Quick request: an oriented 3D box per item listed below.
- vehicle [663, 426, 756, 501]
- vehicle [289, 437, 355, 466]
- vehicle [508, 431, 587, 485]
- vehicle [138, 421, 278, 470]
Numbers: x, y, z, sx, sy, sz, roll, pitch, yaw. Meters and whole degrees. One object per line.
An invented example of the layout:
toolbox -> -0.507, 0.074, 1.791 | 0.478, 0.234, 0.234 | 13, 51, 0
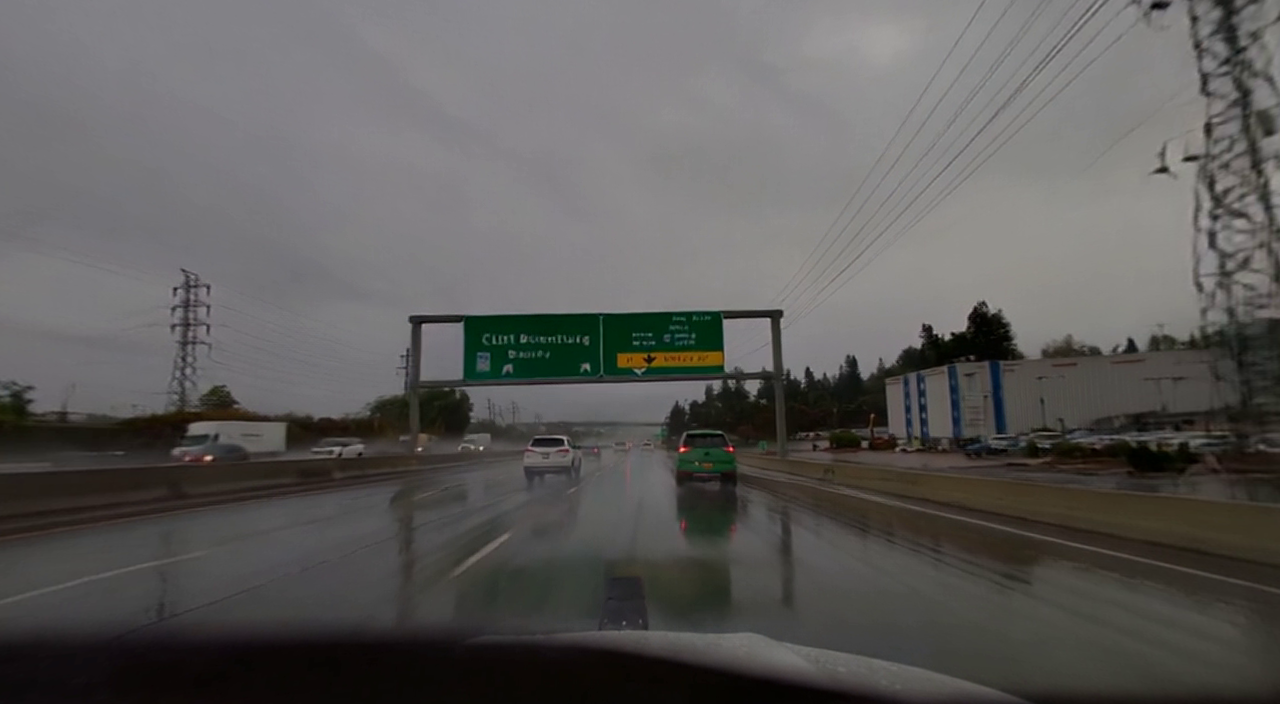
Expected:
vehicle -> 1.686, 2.899, 16.793 | 2.134, 1.733, 4.049 | 0, -8, 2
vehicle -> -22.894, 7.149, 45.592 | 2.258, 1.959, 4.897 | 0, -8, -1
vehicle -> -3.224, 3.812, 23.024 | 2.125, 1.764, 4.393 | 0, -8, 1
vehicle -> -32.608, 7.193, 48.510 | 2.955, 3.302, 11.152 | 0, -8, -1
